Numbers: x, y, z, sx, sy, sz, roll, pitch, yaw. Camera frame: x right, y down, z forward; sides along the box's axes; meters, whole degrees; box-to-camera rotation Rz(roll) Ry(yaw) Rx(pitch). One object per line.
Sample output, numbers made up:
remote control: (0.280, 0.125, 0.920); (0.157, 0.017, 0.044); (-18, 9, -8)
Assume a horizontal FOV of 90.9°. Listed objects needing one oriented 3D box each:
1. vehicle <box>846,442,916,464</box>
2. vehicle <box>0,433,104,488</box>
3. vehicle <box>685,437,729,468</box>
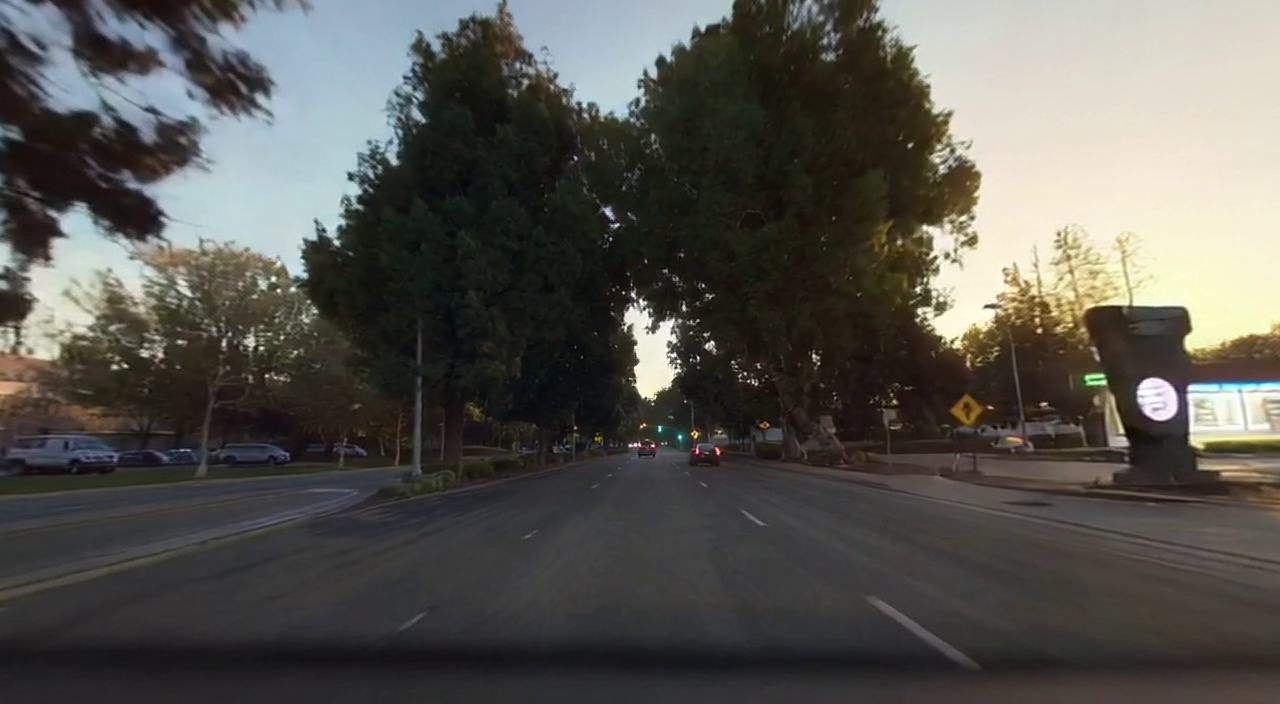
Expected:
vehicle: (17.219, 7.200, 45.124); (4.194, 1.495, 1.954); (0, -8, -1)
vehicle: (-32.752, 5.728, 33.528); (6.090, 2.737, 2.475); (-1, -8, 1)
vehicle: (3.862, 5.880, 36.911); (2.007, 1.683, 4.171); (0, -8, -1)
